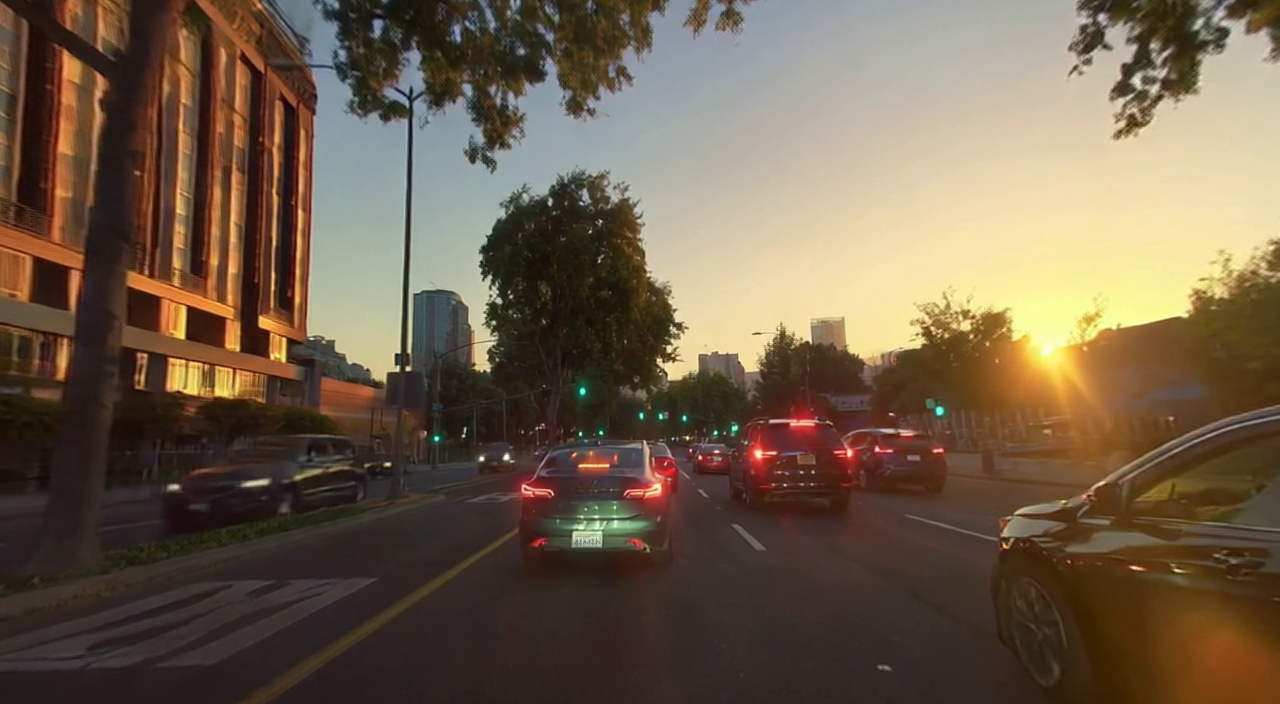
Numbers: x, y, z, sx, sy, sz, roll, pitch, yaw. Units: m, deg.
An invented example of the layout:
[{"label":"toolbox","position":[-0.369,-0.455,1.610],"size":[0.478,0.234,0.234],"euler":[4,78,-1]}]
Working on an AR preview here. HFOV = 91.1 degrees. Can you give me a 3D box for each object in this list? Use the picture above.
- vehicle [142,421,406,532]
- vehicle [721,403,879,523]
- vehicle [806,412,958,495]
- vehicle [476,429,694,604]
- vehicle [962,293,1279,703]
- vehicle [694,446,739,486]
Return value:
[{"label":"vehicle","position":[-8.762,3.036,16.208],"size":[2.815,2.263,6.416],"euler":[0,-8,1]},{"label":"vehicle","position":[3.702,2.746,16.030],"size":[2.516,2.481,5.766],"euler":[0,-8,0]},{"label":"vehicle","position":[7.314,3.163,19.813],"size":[2.627,2.252,5.236],"euler":[0,-8,0]},{"label":"vehicle","position":[-0.508,1.902,8.178],"size":[2.111,1.676,4.018],"euler":[0,-8,1]},{"label":"vehicle","position":[3.179,0.769,2.013],"size":[1.982,1.960,4.427],"euler":[0,-8,1]},{"label":"vehicle","position":[3.358,5.043,28.214],"size":[1.518,1.650,4.408],"euler":[0,-8,1]}]
